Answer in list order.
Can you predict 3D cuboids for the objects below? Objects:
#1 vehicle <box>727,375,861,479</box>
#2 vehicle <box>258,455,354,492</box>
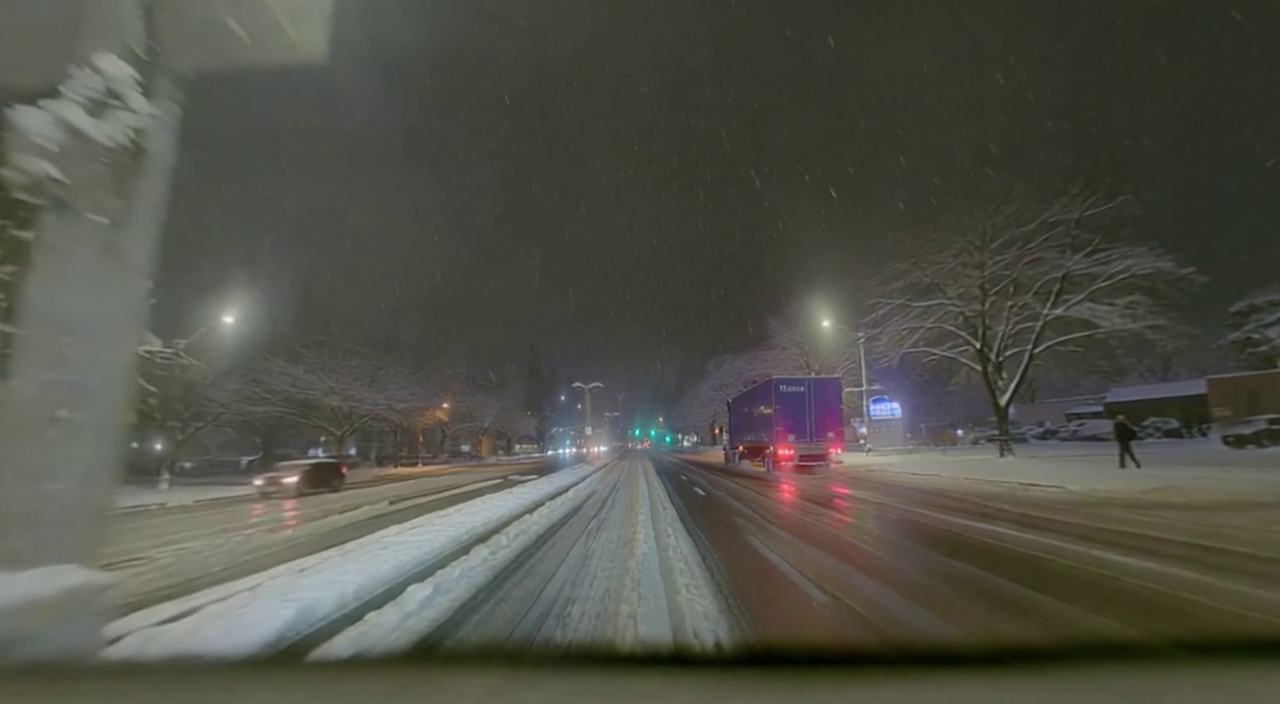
[{"bbox_3d":[6.411,3.584,28.891,3.120,3.794,11.510,0,-8,-1],"label":"vehicle"},{"bbox_3d":[-15.467,5.637,29.582,1.901,1.487,4.711,0,-9,0],"label":"vehicle"}]
